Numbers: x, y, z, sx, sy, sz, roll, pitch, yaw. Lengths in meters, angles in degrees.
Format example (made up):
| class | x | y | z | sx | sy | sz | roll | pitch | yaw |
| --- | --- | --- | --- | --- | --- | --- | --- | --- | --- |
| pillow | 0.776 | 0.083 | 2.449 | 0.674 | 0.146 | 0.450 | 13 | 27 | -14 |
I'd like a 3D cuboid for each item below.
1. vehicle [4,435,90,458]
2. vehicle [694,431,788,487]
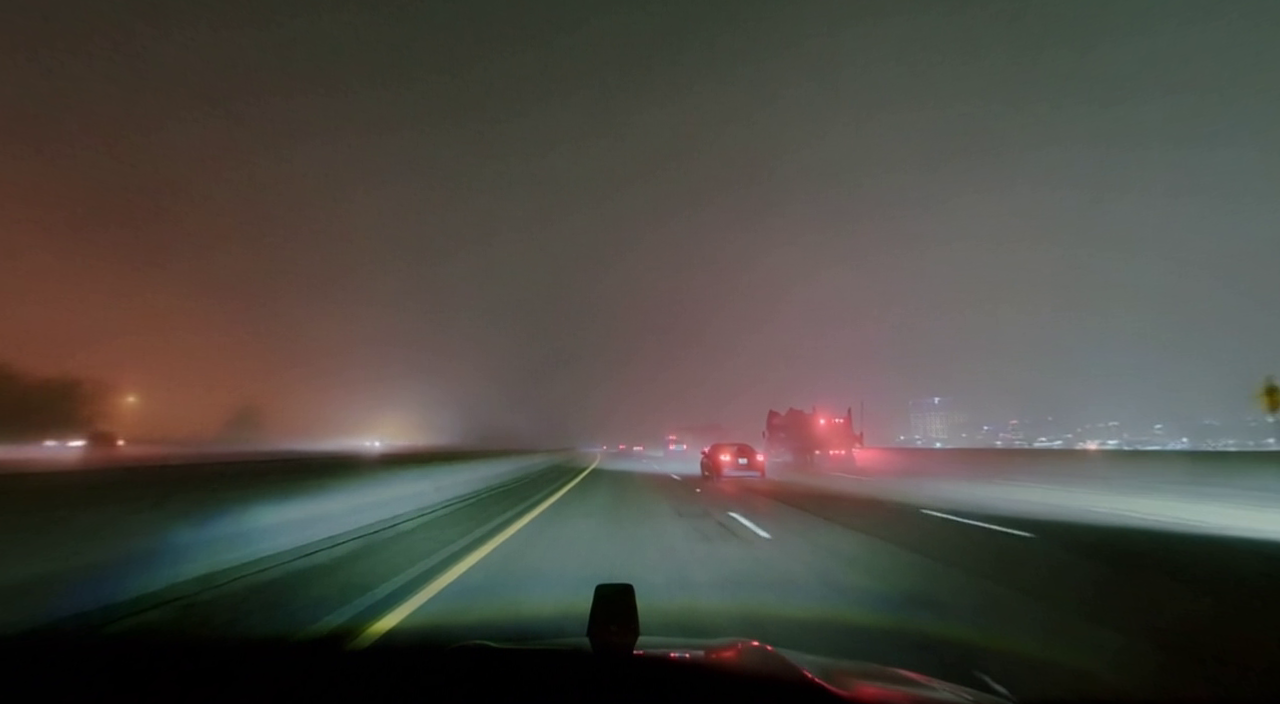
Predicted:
| class | x | y | z | sx | sy | sz | roll | pitch | yaw |
| --- | --- | --- | --- | --- | --- | --- | --- | --- | --- |
| vehicle | -46.504 | 7.436 | 49.726 | 2.138 | 1.643 | 4.956 | 0 | -8 | -3 |
| vehicle | 3.320 | 3.634 | 21.797 | 2.305 | 1.729 | 4.526 | 0 | -8 | -3 |
